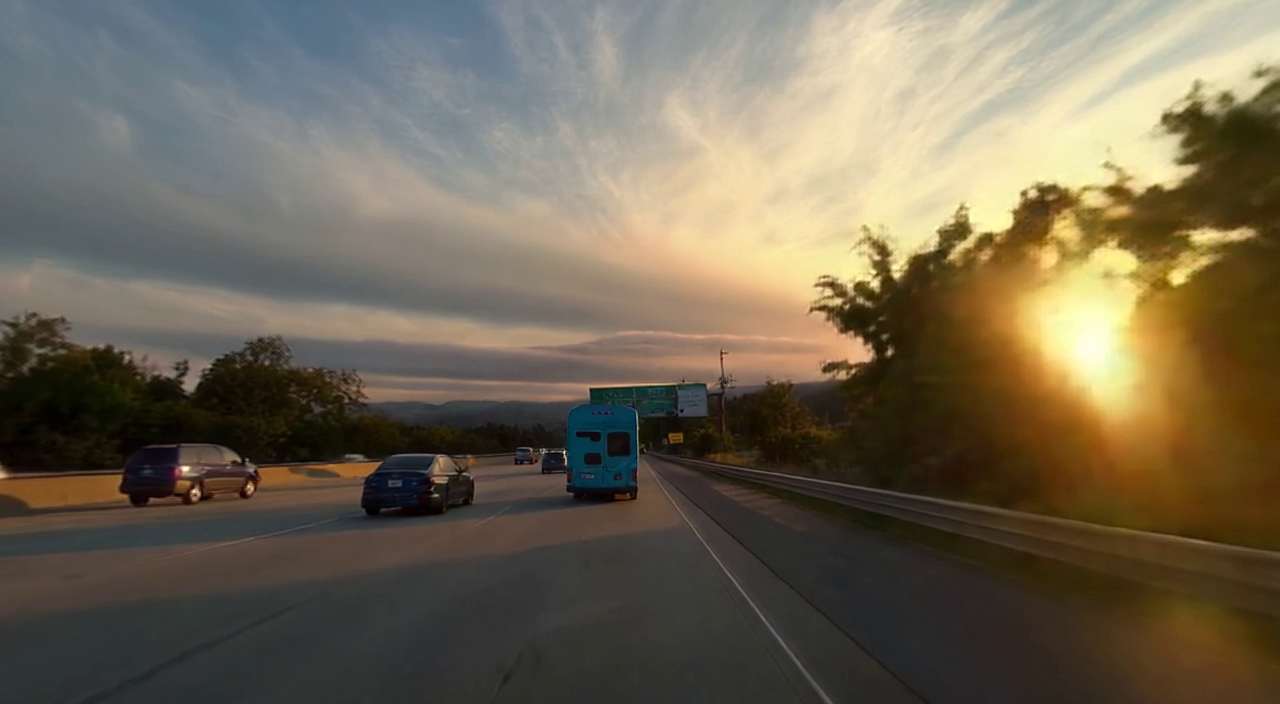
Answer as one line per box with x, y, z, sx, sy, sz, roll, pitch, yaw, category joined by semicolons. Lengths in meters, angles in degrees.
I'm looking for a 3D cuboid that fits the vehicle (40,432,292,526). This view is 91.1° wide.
-9.596;2.584;13.317;2.010;1.621;4.252;0;-9;-1;vehicle

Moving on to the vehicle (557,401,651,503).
-0.961;2.958;18.765;2.394;2.556;5.232;0;-9;-1;vehicle

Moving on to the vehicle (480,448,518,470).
-10.103;7.669;45.315;1.886;1.462;4.084;0;-9;-1;vehicle

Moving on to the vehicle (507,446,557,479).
-5.160;5.334;30.485;1.872;1.480;3.545;0;-9;-1;vehicle

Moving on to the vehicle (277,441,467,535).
-4.783;2.463;11.975;1.876;1.438;4.072;0;-9;-1;vehicle
